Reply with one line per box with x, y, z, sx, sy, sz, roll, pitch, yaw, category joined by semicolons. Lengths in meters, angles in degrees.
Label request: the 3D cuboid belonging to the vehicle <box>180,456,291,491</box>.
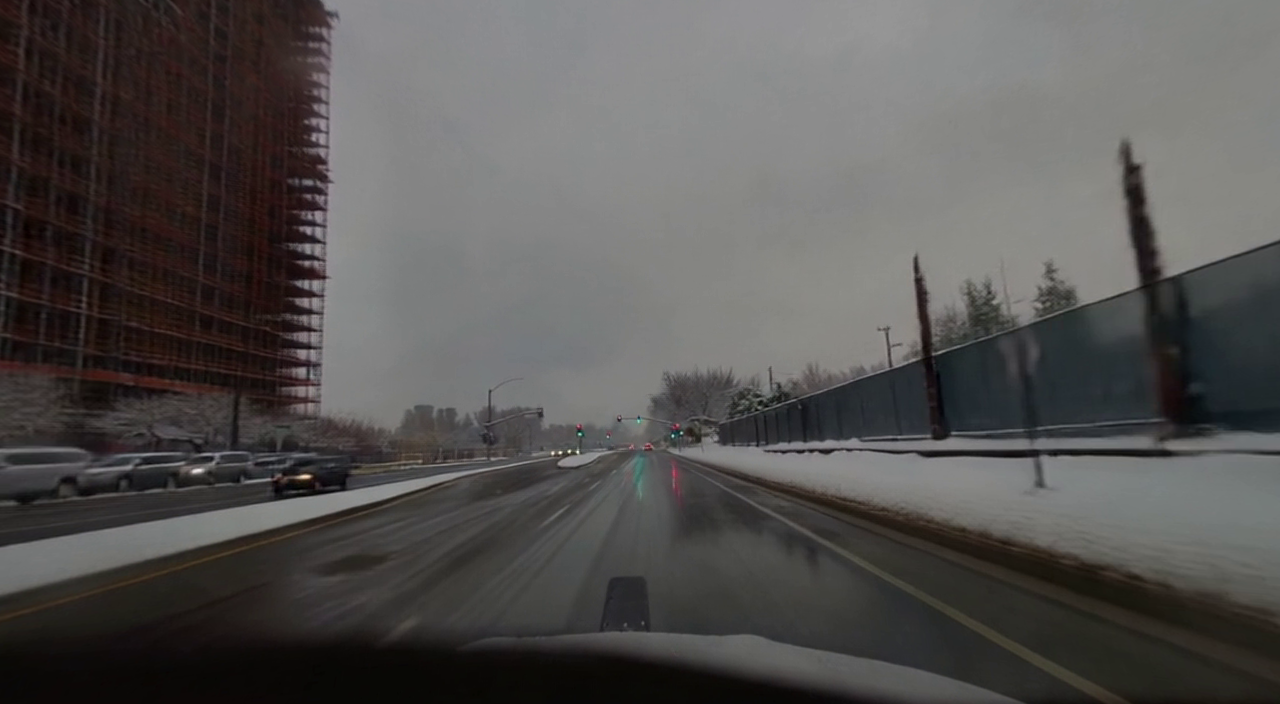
-19.359;5.831;30.491;2.007;1.453;4.932;-1;-9;2;vehicle

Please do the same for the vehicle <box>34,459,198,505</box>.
-19.403;4.801;23.705;2.003;1.440;4.857;0;-9;0;vehicle

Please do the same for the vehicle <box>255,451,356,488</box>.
-15.116;5.310;28.879;2.113;1.478;4.828;0;-9;-2;vehicle
